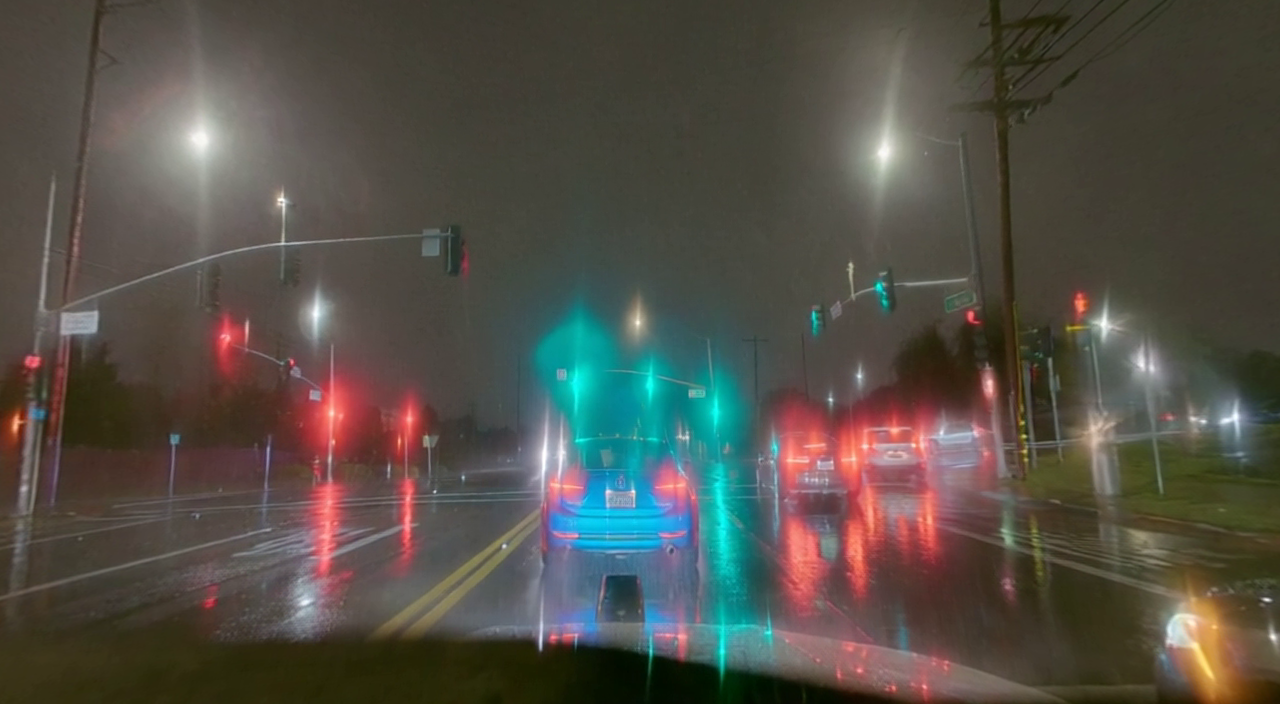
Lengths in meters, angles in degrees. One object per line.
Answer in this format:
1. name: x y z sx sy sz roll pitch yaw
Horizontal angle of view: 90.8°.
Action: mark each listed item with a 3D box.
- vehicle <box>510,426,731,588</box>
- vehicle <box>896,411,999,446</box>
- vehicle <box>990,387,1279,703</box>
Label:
1. vehicle: -0.218 1.760 8.054 2.061 1.485 4.196 0 -8 -1
2. vehicle: 16.463 4.134 33.952 4.431 1.555 1.886 -4 -9 2
3. vehicle: 2.931 0.826 1.703 1.860 1.494 3.707 0 -8 1
